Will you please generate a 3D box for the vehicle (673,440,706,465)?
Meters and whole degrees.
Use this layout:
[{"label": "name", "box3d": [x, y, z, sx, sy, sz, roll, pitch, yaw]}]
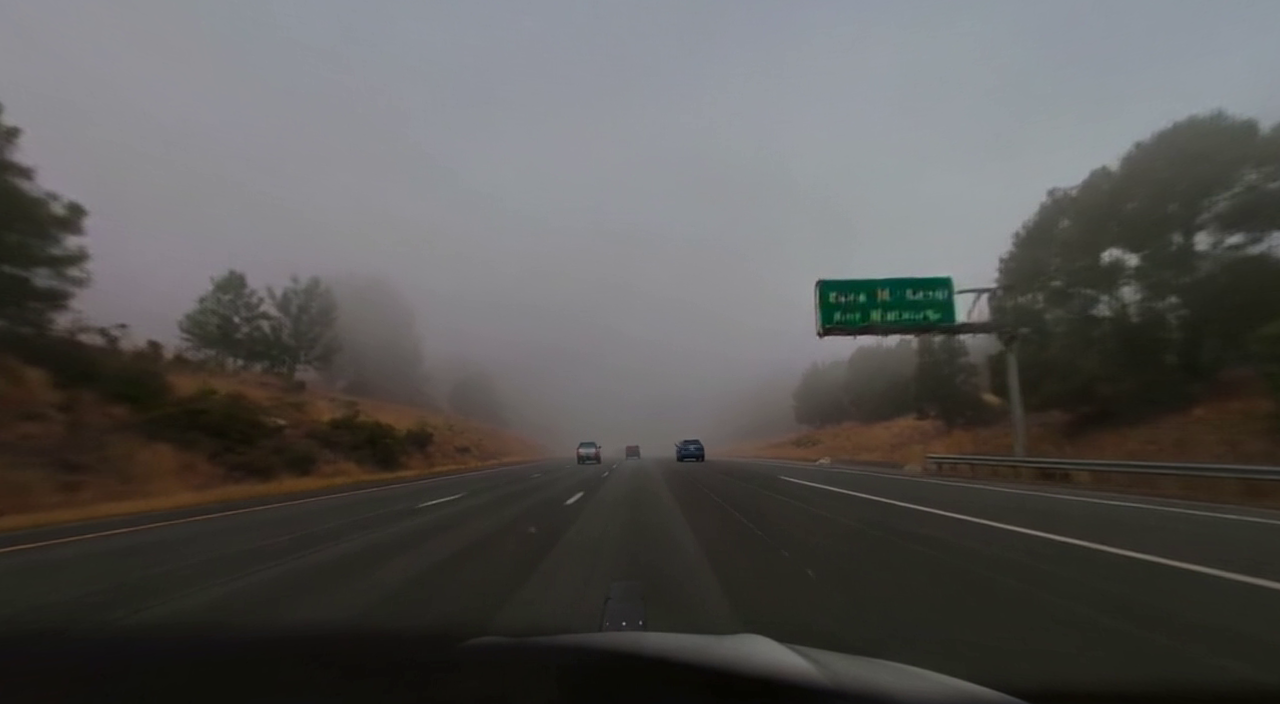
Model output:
[{"label": "vehicle", "box3d": [3.693, 7.526, 47.324, 1.995, 1.712, 4.206, 0, -8, -2]}]
